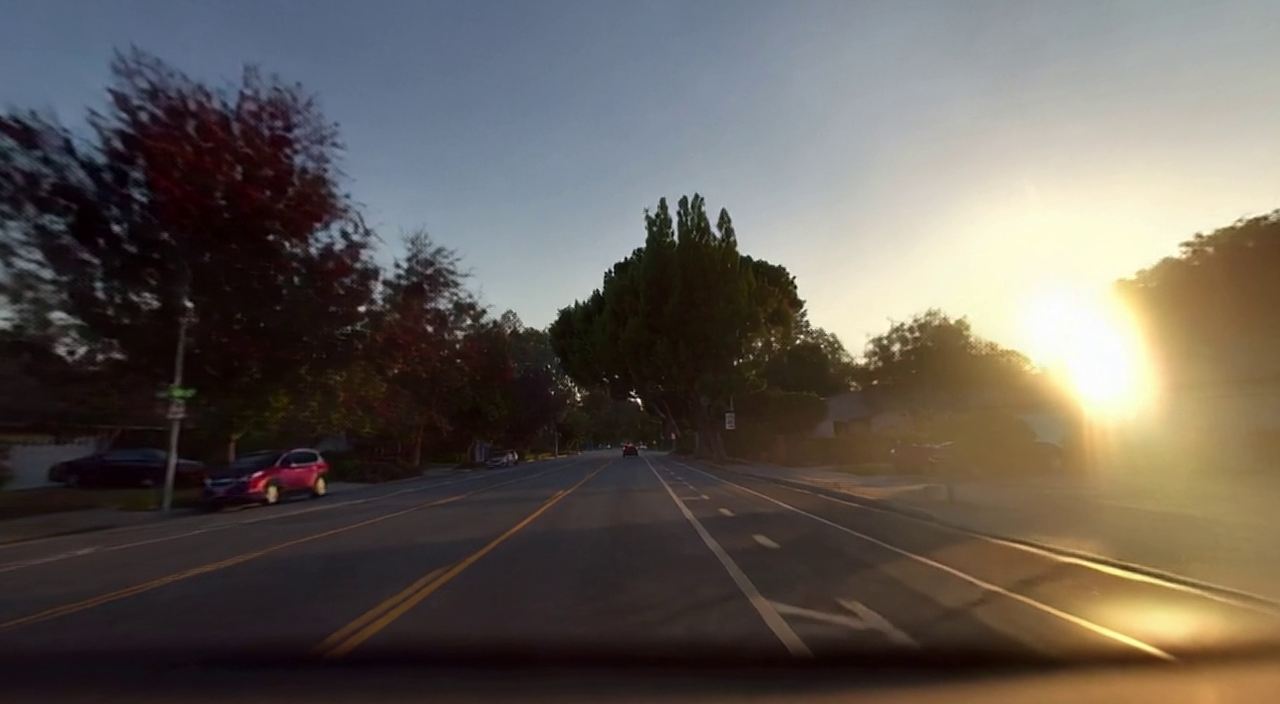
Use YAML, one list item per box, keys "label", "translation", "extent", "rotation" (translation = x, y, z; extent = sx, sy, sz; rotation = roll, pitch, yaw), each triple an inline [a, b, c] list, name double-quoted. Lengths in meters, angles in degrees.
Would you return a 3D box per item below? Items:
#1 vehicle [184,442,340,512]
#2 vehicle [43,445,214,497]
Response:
- label: "vehicle"
  translation: [-11.804, 3.923, 20.256]
  extent: [2.062, 1.821, 4.880]
  rotation: [-3, -10, -1]
- label: "vehicle"
  translation: [-19.370, 4.496, 24.100]
  extent: [4.668, 1.824, 1.999]
  rotation: [0, -9, -1]
